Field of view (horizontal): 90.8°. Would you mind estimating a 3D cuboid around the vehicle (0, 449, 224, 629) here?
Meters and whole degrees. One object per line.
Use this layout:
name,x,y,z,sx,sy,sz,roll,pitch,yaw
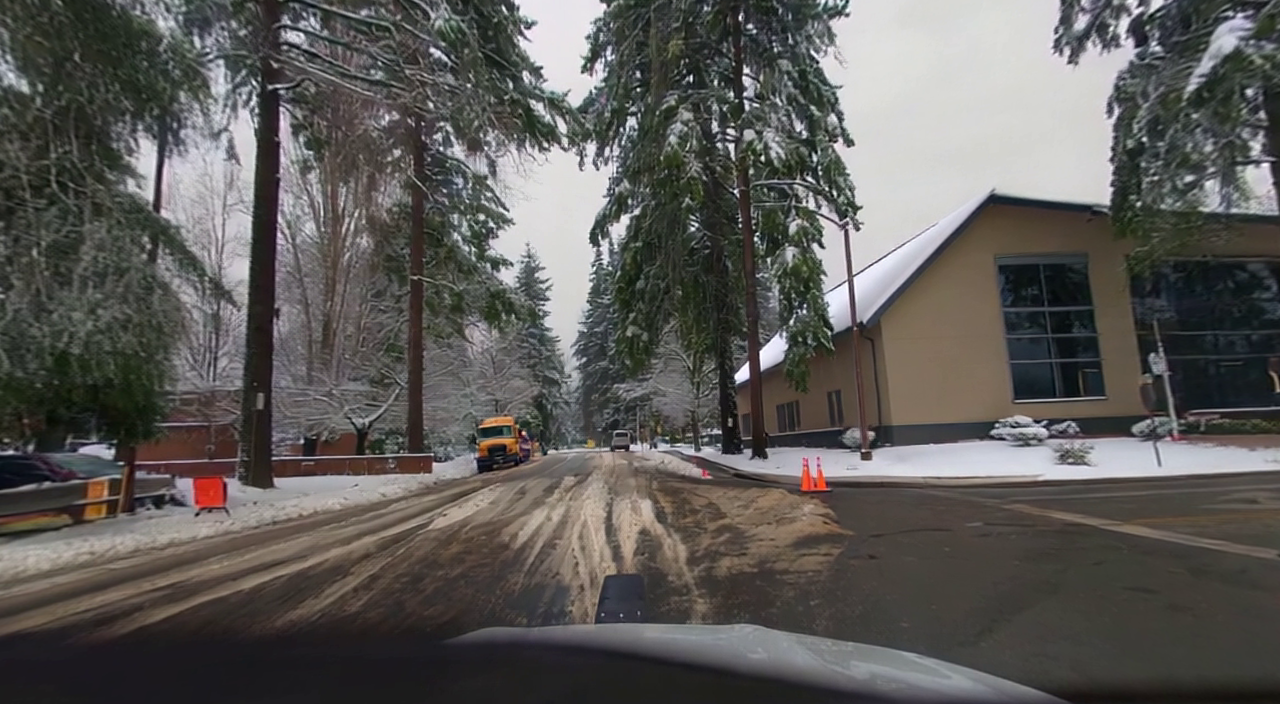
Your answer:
vehicle,-7.625,1.780,5.855,2.961,1.701,7.563,1,-8,-5
